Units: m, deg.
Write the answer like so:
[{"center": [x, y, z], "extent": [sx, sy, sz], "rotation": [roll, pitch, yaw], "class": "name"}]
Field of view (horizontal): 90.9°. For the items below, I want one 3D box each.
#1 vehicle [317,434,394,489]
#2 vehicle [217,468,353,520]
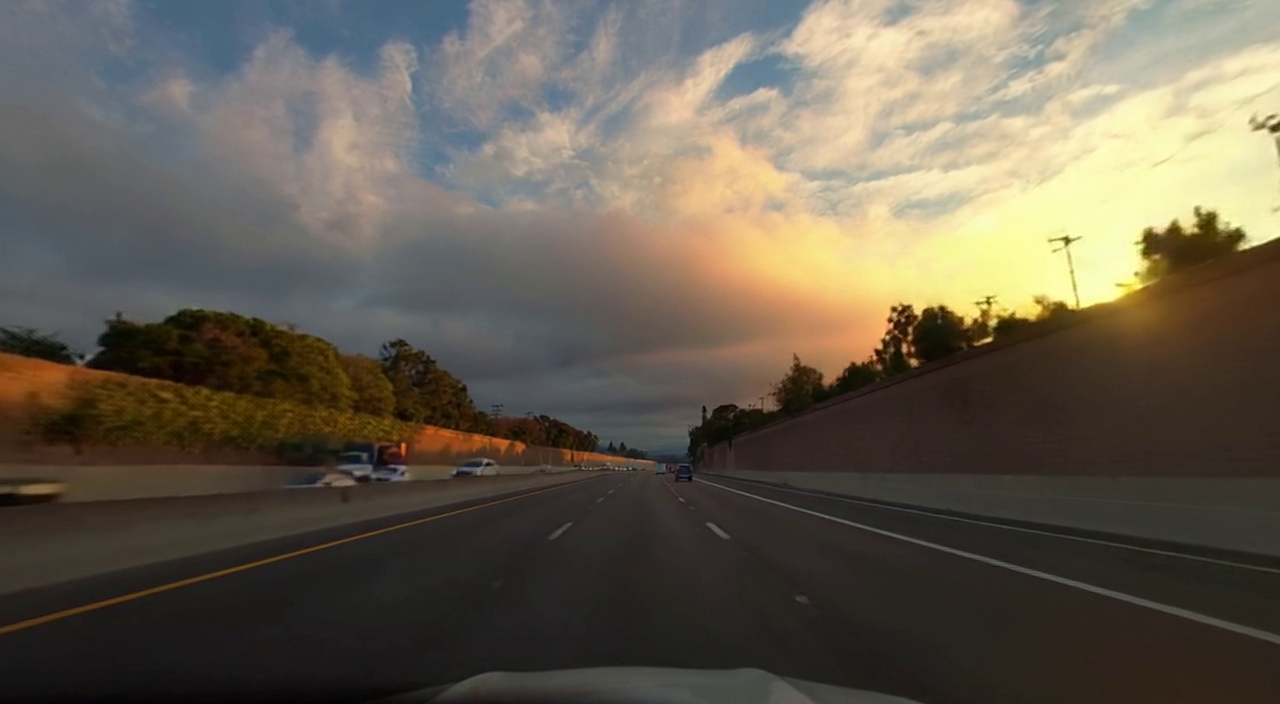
[{"center": [-21.540, 8.357, 48.047], "extent": [2.867, 3.883, 5.784], "rotation": [1, -10, 1], "class": "vehicle"}, {"center": [-10.889, 4.369, 19.715], "extent": [1.902, 1.395, 4.007], "rotation": [1, -10, 0], "class": "vehicle"}]
